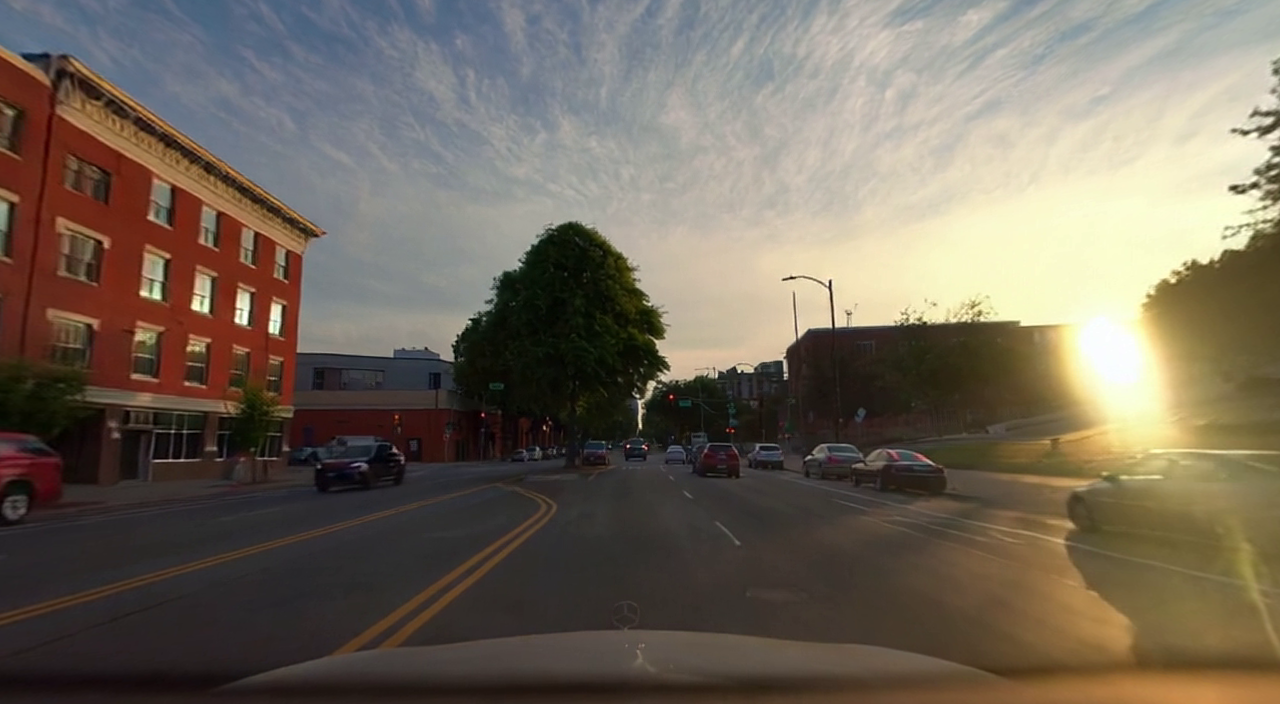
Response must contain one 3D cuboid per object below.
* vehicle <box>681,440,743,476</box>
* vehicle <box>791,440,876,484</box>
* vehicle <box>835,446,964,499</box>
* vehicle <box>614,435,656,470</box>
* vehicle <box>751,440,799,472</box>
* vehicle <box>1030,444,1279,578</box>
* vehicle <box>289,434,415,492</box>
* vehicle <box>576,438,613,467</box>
[{"bbox_3d":[3.264,4.954,29.836,2.238,1.499,4.964,0,-8,-1],"label":"vehicle"},{"bbox_3d":[8.013,4.557,26.665,1.963,1.649,4.562,1,-8,-2],"label":"vehicle"},{"bbox_3d":[8.187,3.804,20.525,2.054,1.455,4.786,0,-8,-1],"label":"vehicle"},{"bbox_3d":[-0.268,5.812,36.669,2.329,1.842,4.537,0,-8,0],"label":"vehicle"},{"bbox_3d":[8.091,6.287,38.386,1.959,1.719,4.538,1,-7,0],"label":"vehicle"},{"bbox_3d":[8.224,2.096,9.190,2.072,1.479,4.603,0,-8,-1],"label":"vehicle"},{"bbox_3d":[-9.857,3.825,22.167,2.212,1.784,4.626,0,-8,0],"label":"vehicle"},{"bbox_3d":[-3.008,6.673,42.176,2.297,1.812,4.244,0,-8,-4],"label":"vehicle"}]
